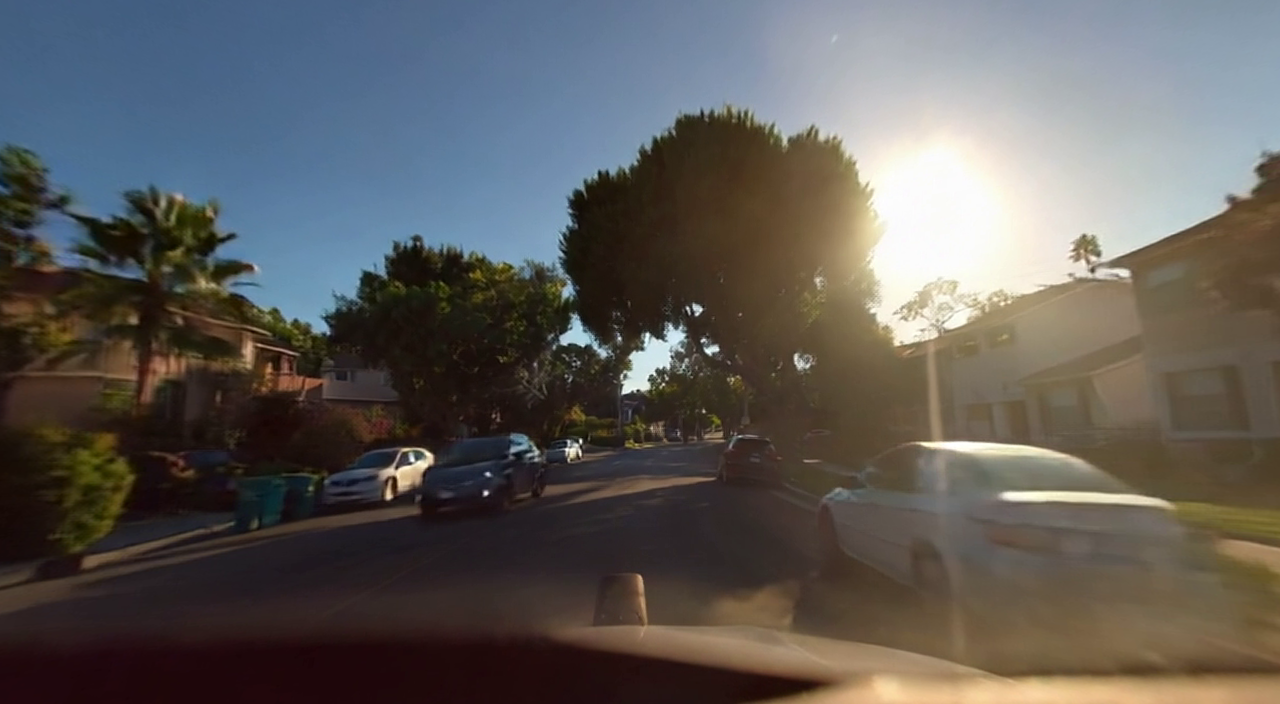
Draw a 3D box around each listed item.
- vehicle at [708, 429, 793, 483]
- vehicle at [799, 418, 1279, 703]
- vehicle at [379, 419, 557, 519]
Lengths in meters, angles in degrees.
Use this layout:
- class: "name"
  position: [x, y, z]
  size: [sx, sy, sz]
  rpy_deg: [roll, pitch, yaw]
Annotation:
- class: "vehicle"
  position: [3.405, 3.285, 20.185]
  size: [2.045, 1.519, 4.231]
  rpy_deg: [-1, -8, 2]
- class: "vehicle"
  position: [2.925, 1.358, 5.220]
  size: [1.942, 1.465, 4.123]
  rpy_deg: [0, -8, -3]
- class: "vehicle"
  position: [-3.463, 2.473, 13.907]
  size: [2.305, 1.781, 4.834]
  rpy_deg: [-1, -8, 4]
